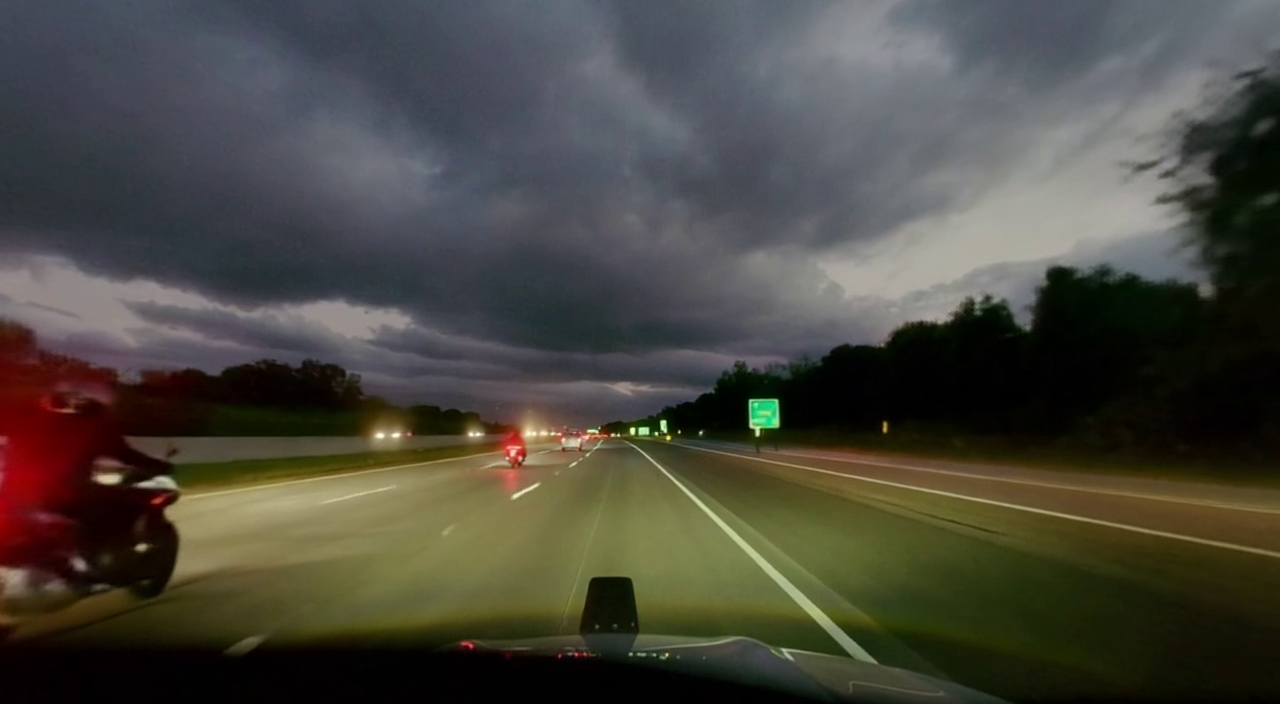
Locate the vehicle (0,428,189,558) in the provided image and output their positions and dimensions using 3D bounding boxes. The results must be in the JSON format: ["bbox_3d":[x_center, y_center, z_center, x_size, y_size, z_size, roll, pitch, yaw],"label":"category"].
[{"bbox_3d":[-8.057,1.622,7.463,2.053,1.409,4.704,0,-8,-2],"label":"vehicle"}]

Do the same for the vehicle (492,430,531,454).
[{"bbox_3d":[-9.005,6.327,44.357,1.965,1.605,4.115,0,-8,-1],"label":"vehicle"}]
